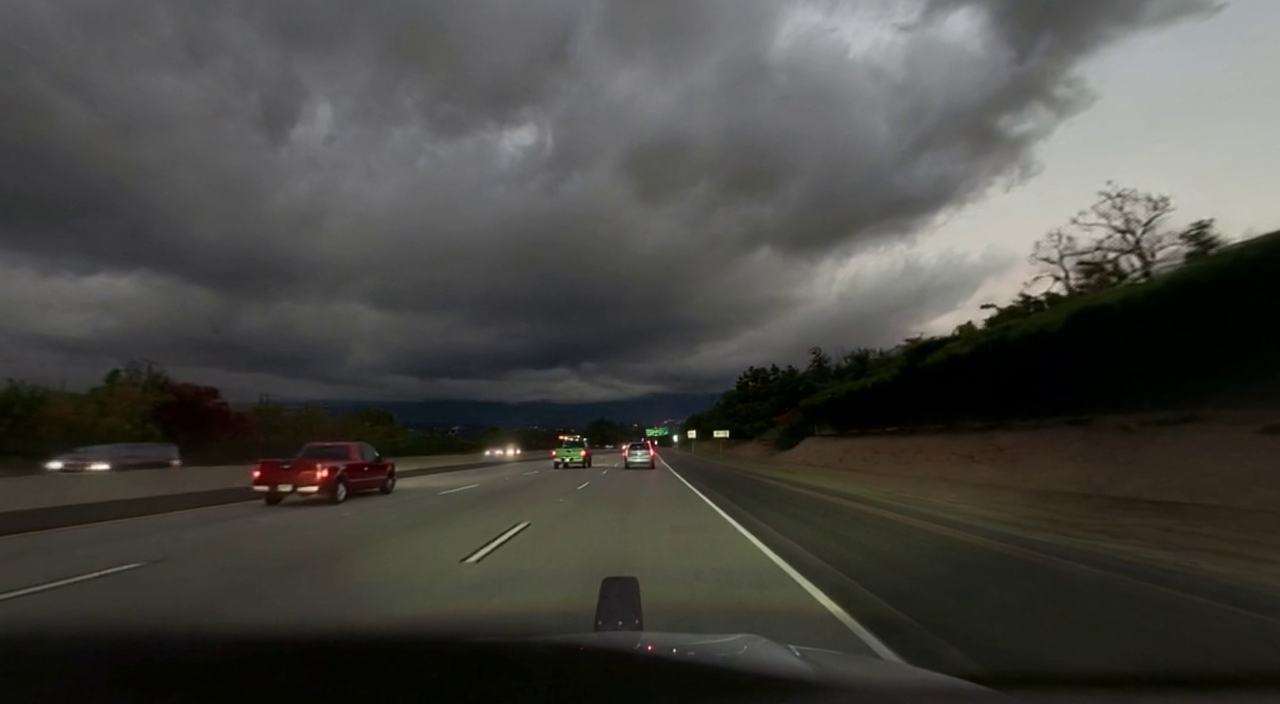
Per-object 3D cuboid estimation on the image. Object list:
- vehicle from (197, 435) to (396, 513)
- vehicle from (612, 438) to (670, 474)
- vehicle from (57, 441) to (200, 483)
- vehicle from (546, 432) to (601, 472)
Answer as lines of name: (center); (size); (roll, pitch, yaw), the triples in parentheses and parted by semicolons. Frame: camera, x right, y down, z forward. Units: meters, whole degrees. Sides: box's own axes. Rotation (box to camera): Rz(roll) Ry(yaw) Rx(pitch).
vehicle: (-7.788, 2.786, 14.907); (2.149, 1.526, 4.361); (0, -9, 1)
vehicle: (0.098, 5.265, 32.205); (2.715, 1.669, 5.163); (0, -9, 1)
vehicle: (-21.773, 4.692, 27.144); (2.029, 1.630, 4.827); (0, -9, 1)
vehicle: (-3.472, 5.380, 33.966); (2.250, 1.947, 4.860); (0, -9, 2)
